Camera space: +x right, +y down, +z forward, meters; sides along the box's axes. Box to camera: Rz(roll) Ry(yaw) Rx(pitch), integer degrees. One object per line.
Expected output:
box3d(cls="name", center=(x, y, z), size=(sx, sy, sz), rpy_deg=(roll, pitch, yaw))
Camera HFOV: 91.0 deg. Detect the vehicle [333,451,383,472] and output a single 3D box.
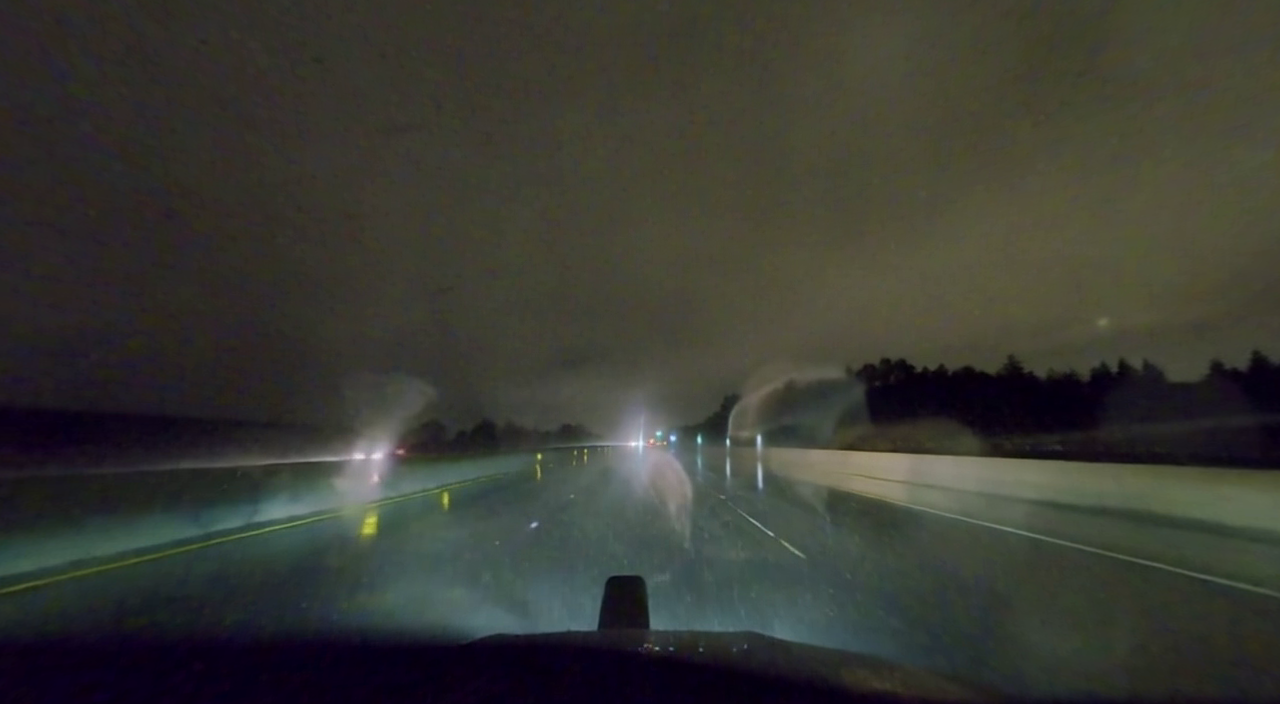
box3d(cls="vehicle", center=(-20.539, 7.977, 45.995), size=(1.739, 1.394, 3.804), rpy_deg=(0, -8, 2))
